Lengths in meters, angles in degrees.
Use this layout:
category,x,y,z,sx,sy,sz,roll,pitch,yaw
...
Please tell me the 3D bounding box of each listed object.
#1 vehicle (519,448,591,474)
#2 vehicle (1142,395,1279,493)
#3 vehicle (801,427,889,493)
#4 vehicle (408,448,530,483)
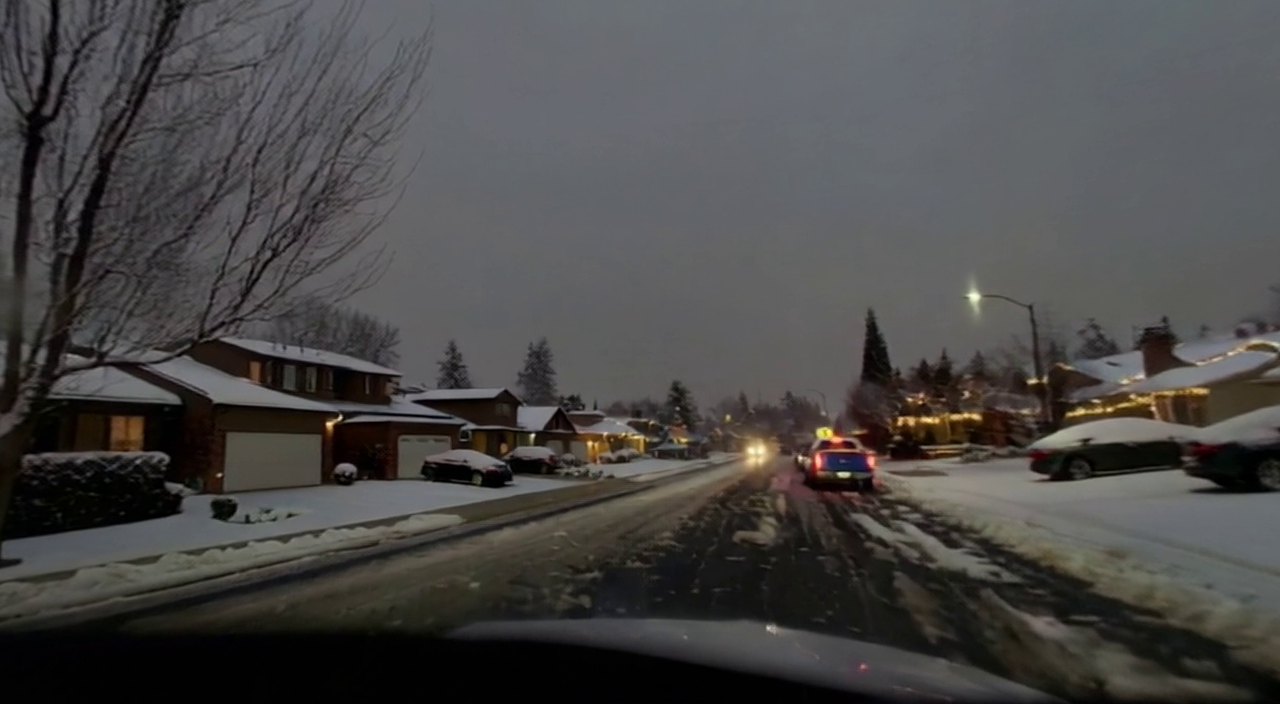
category,x,y,z,sx,sy,sz,roll,pitch,yaw
vehicle,-5.541,7.120,41.408,4.319,1.605,1.770,-2,-9,9
vehicle,11.304,1.513,10.501,4.055,1.521,1.948,-3,-9,14
vehicle,7.208,3.805,22.608,2.552,2.024,5.414,-3,-9,16
vehicle,-7.528,5.008,28.002,4.916,1.485,1.807,-2,-9,11
